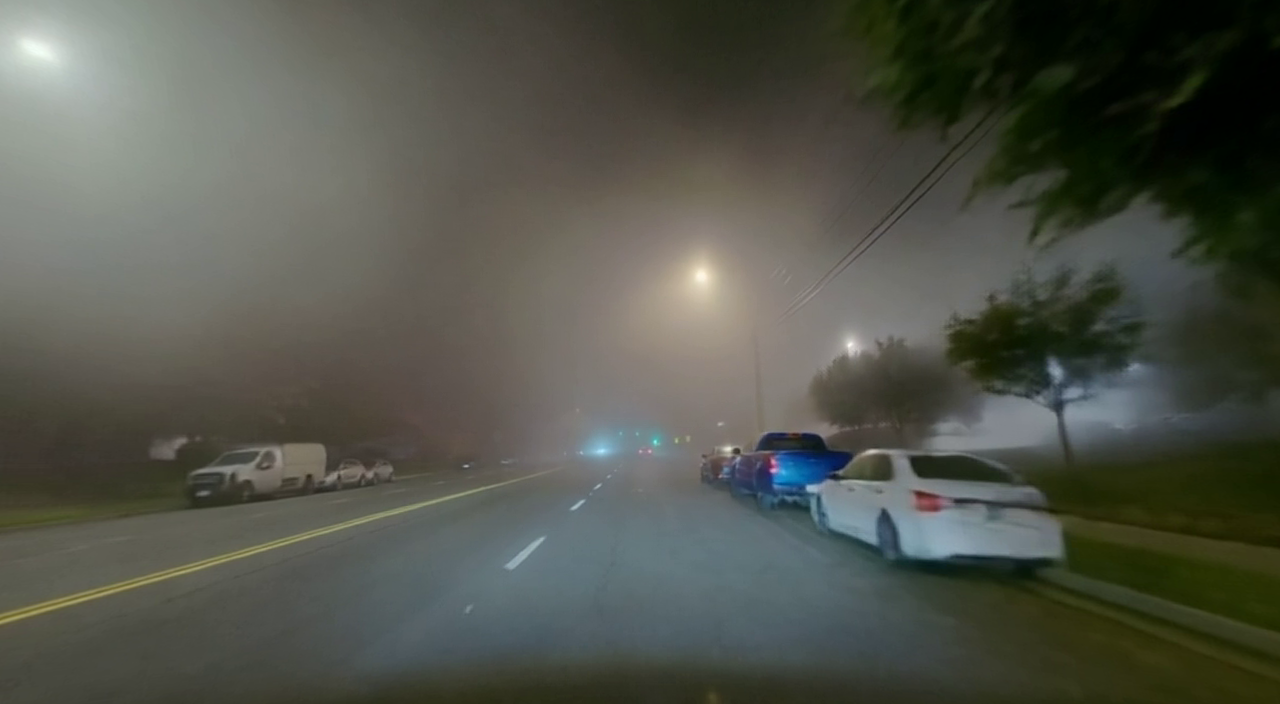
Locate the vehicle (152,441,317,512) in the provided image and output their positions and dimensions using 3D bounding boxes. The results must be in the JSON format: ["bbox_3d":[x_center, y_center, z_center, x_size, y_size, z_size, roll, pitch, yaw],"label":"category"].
[{"bbox_3d":[-13.753,4.218,22.033,2.155,1.991,5.722,-3,-9,-2],"label":"vehicle"}]

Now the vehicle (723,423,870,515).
[{"bbox_3d":[3.483,2.751,15.374,2.112,1.802,5.474,0,-9,-1],"label":"vehicle"}]

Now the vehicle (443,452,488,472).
[{"bbox_3d":[-13.704,8.648,49.786,1.901,1.481,4.636,-1,-9,4],"label":"vehicle"}]

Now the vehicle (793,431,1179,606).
[{"bbox_3d":[3.611,1.826,8.062,1.911,1.471,5.151,0,-9,-2],"label":"vehicle"}]
